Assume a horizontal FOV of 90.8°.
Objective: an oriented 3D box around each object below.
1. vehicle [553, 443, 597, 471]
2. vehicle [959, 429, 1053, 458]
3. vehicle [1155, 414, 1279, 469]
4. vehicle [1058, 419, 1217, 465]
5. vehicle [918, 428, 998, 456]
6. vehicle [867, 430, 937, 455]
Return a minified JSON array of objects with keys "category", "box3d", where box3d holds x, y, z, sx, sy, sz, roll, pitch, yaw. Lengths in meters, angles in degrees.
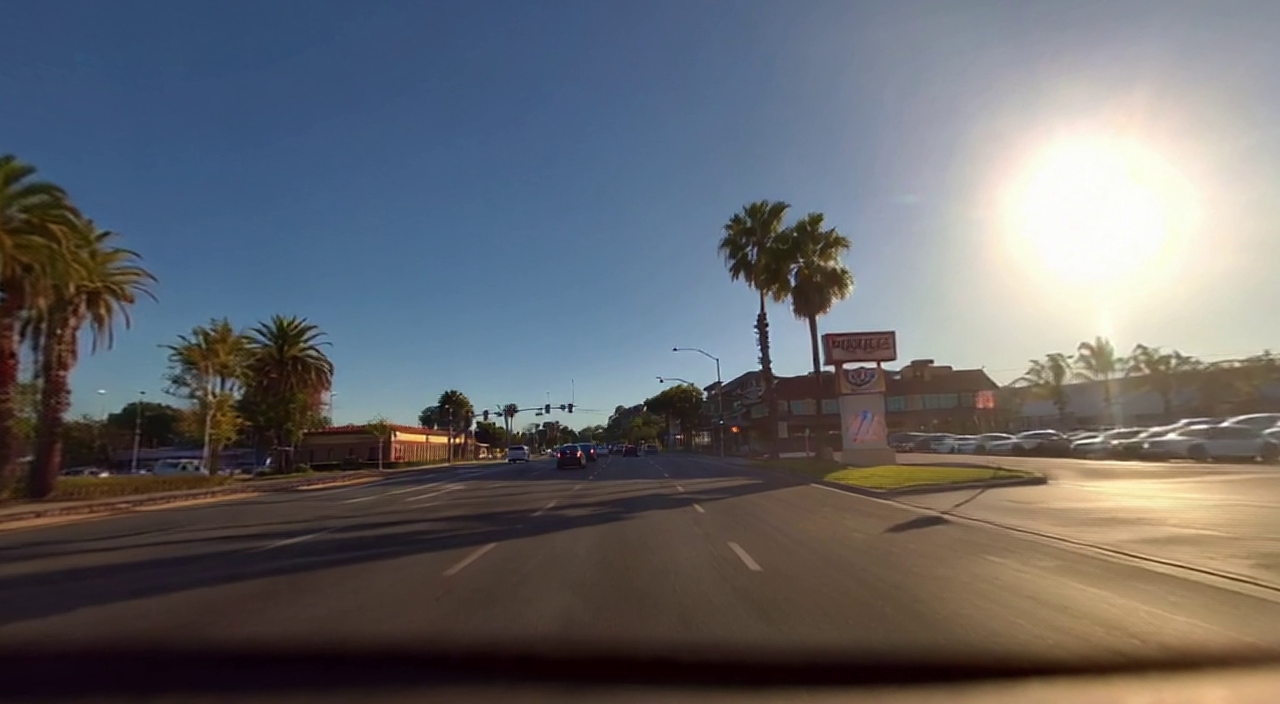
[{"category":"vehicle","box3d":[-3.770,6.150,37.182,2.181,1.483,4.123,0,-9,-1]},{"category":"vehicle","box3d":[21.263,5.386,36.894,4.505,1.584,2.015,-5,-10,27]},{"category":"vehicle","box3d":[20.692,3.033,21.397,4.548,1.741,1.971,-5,-10,26]},{"category":"vehicle","box3d":[21.217,3.907,27.259,4.764,1.846,2.370,-4,-9,21]},{"category":"vehicle","box3d":[21.527,6.134,42.920,4.600,1.677,1.980,-6,-11,26]},{"category":"vehicle","box3d":[20.518,7.123,49.501,4.753,1.809,2.016,-6,-9,30]}]
